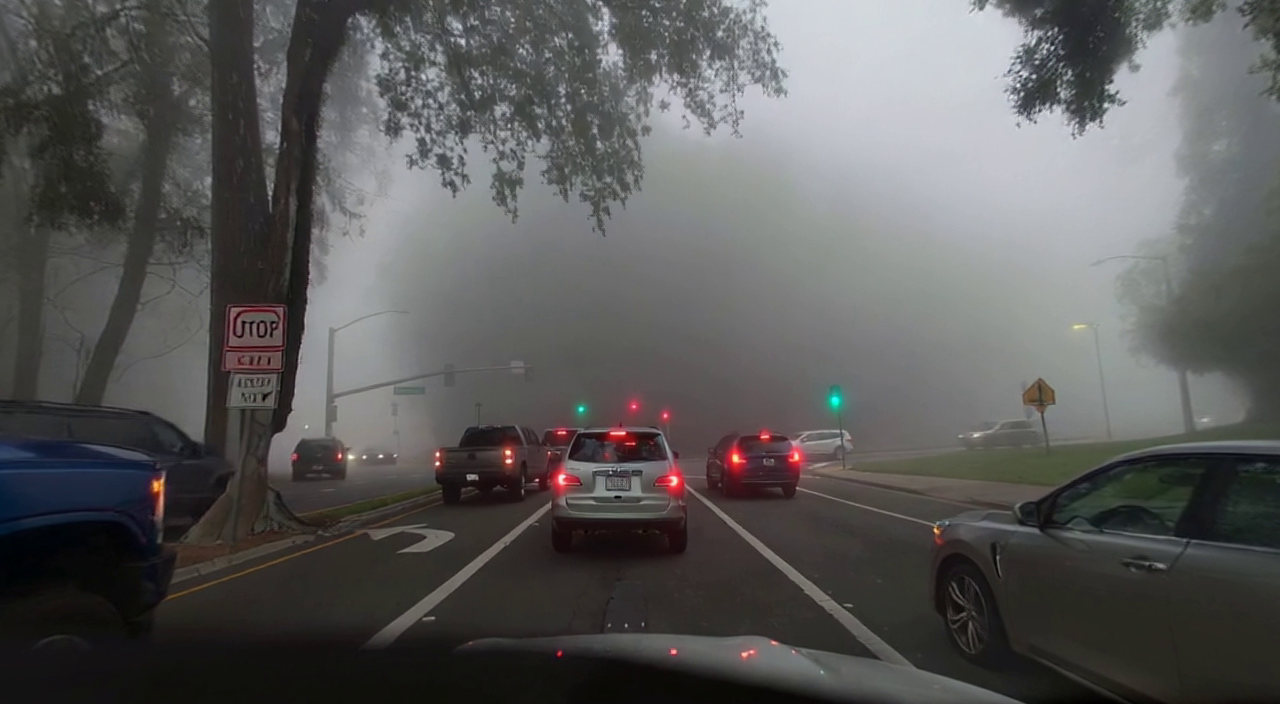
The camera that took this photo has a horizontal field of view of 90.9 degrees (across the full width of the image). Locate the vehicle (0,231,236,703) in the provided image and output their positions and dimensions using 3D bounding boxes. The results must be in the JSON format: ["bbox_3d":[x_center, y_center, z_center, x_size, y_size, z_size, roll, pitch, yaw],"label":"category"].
[{"bbox_3d":[-3.471,0.358,0.332,2.656,2.021,5.800,0,-8,0],"label":"vehicle"}]

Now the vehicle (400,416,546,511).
[{"bbox_3d":[-3.629,2.531,14.706,2.089,1.857,4.488,0,-8,1],"label":"vehicle"}]

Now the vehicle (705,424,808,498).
[{"bbox_3d":[3.178,3.086,18.229,2.102,1.841,4.587,0,-8,0],"label":"vehicle"}]

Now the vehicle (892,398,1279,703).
[{"bbox_3d":[3.019,1.004,2.791,1.874,1.477,4.698,0,-8,0],"label":"vehicle"}]

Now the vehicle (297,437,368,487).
[{"bbox_3d":[-11.655,4.113,23.981,2.122,1.653,4.807,4,-9,-25],"label":"vehicle"}]

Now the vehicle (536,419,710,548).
[{"bbox_3d":[-0.222,1.939,9.879,2.194,1.607,3.690,0,-8,0],"label":"vehicle"}]
